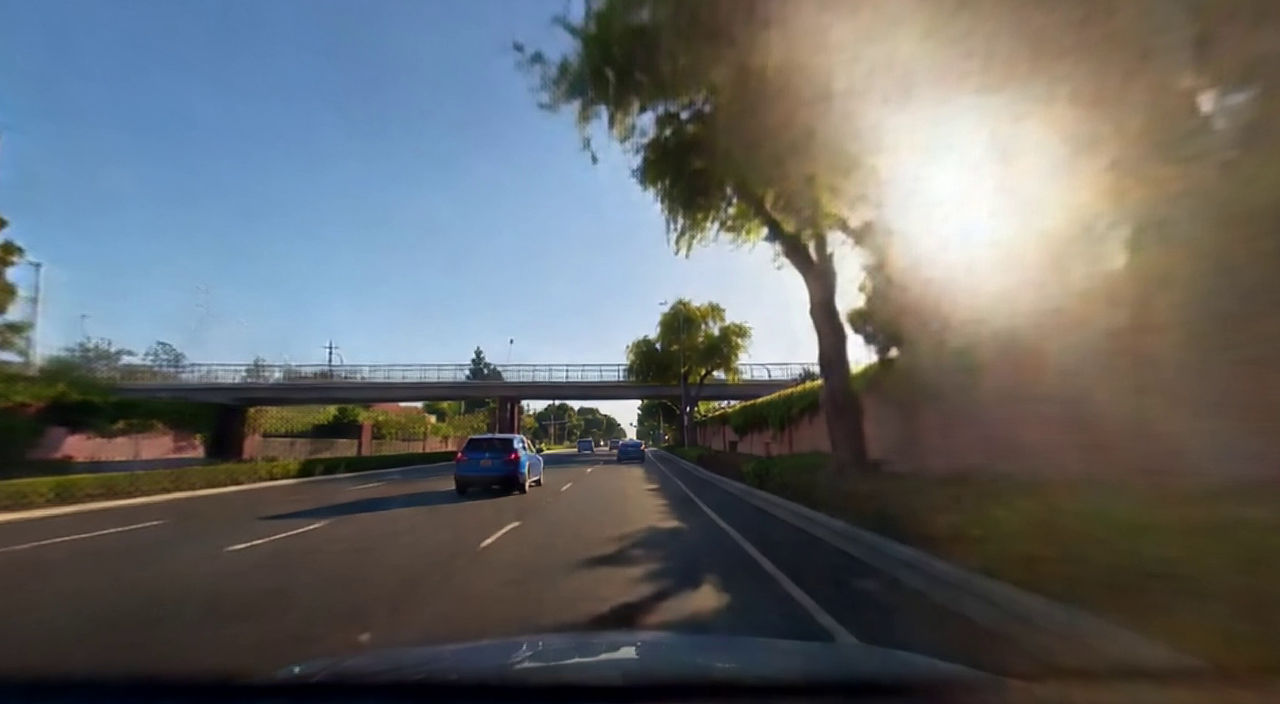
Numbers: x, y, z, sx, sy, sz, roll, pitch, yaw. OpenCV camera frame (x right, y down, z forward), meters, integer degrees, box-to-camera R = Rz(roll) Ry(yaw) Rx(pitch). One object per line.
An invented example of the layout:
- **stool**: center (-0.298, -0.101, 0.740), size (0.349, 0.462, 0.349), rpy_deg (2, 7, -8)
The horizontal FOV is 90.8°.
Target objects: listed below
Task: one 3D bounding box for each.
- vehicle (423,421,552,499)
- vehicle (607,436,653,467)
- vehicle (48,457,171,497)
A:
- **vehicle**: center (-3.862, 2.840, 16.979), size (2.223, 1.771, 4.581), rpy_deg (0, -8, 1)
- **vehicle**: center (-0.507, 5.155, 32.813), size (2.205, 1.509, 4.272), rpy_deg (0, -8, -1)
- **vehicle**: center (-24.808, 5.824, 29.816), size (1.854, 1.645, 4.522), rpy_deg (0, -8, 0)
